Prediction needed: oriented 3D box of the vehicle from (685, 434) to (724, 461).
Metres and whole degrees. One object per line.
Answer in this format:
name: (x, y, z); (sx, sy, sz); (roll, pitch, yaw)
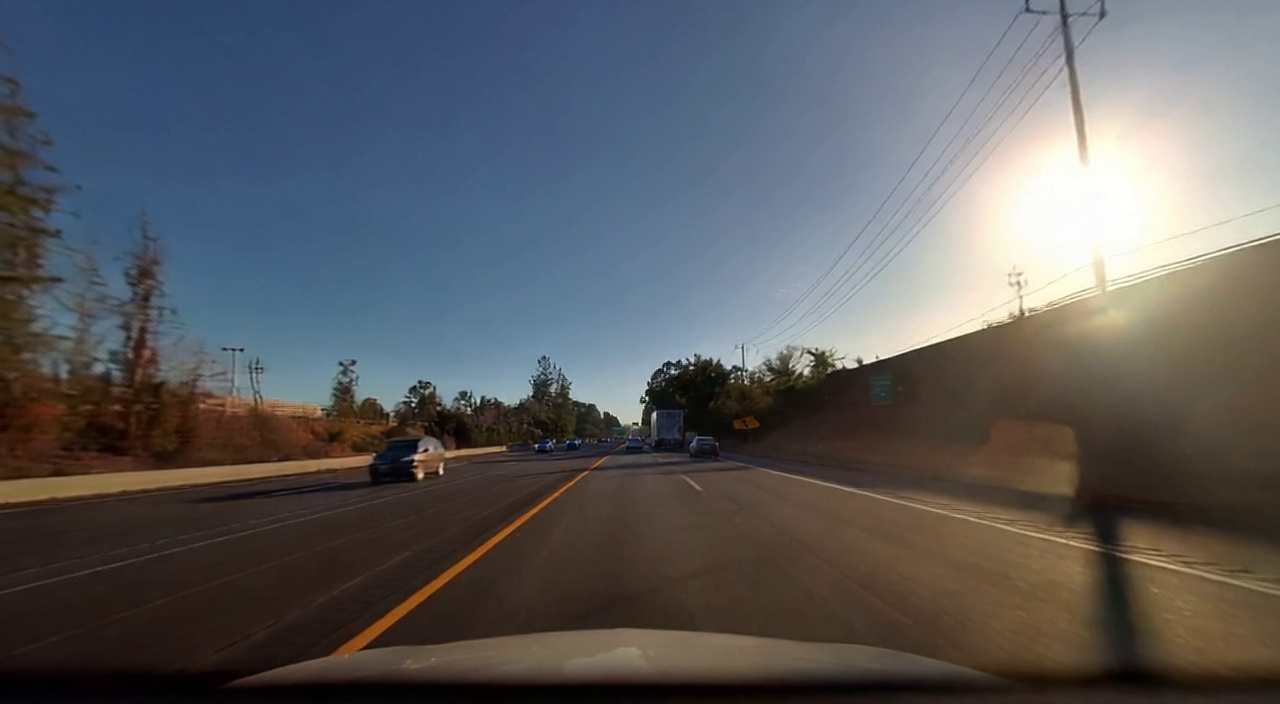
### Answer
vehicle: (4.009, 6.016, 39.901); (1.930, 1.573, 3.853); (0, -8, -2)

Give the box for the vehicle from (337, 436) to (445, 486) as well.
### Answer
vehicle: (-9.037, 3.957, 23.385); (2.056, 1.650, 4.770); (0, -8, 0)

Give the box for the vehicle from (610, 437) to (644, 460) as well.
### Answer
vehicle: (-0.879, 6.428, 42.384); (2.163, 1.466, 3.693); (0, -8, -1)
